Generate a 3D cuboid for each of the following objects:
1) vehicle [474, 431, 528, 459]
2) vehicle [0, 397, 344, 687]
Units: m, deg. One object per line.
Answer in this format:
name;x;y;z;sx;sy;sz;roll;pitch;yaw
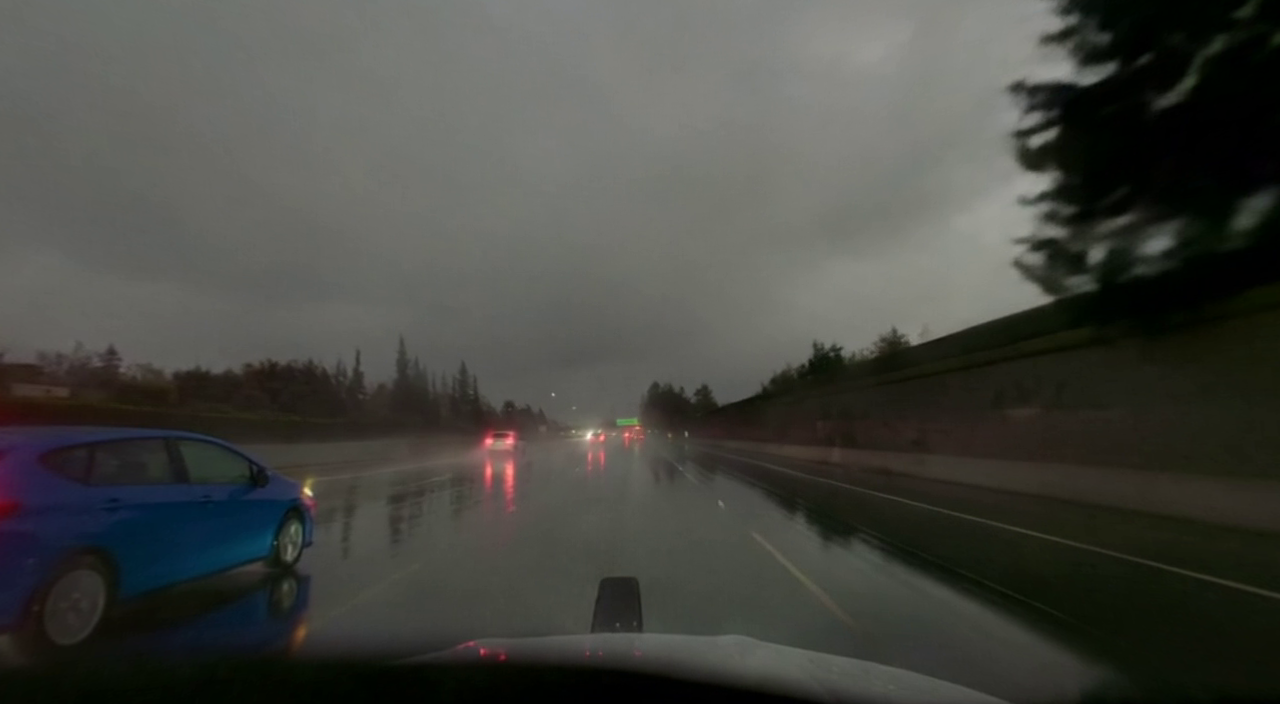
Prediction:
vehicle;-8.167;5.498;37.404;2.053;1.582;4.878;0;-8;1
vehicle;-4.354;1.221;4.974;2.079;1.500;3.881;0;-8;1
